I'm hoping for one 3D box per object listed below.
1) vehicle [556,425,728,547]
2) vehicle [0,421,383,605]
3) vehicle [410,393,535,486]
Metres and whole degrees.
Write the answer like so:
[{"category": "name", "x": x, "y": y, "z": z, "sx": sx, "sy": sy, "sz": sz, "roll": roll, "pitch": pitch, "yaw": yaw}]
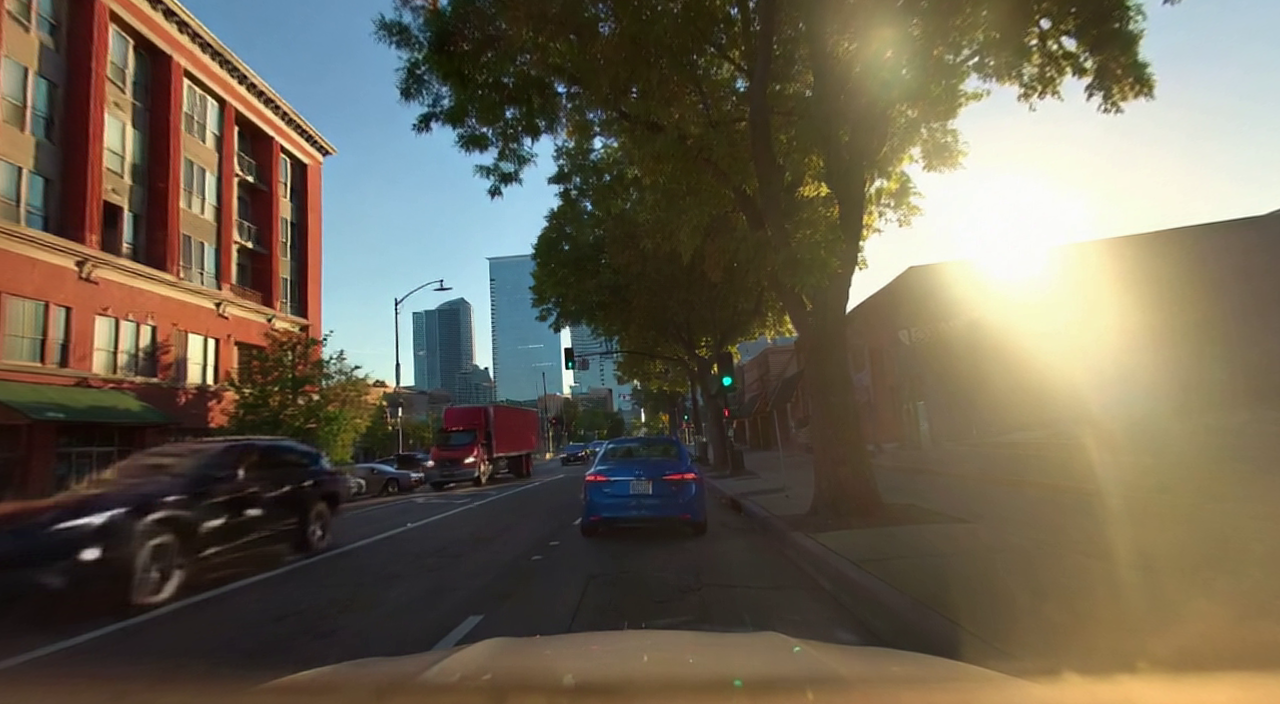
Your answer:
[{"category": "vehicle", "x": 0.074, "y": 1.936, "z": 9.735, "sx": 2.094, "sy": 1.478, "sz": 3.922, "roll": 0, "pitch": -8, "yaw": 2}, {"category": "vehicle", "x": -6.416, "y": 2.088, "z": 9.508, "sx": 2.402, "sy": 1.852, "sz": 6.057, "roll": 0, "pitch": -8, "yaw": 2}, {"category": "vehicle", "x": -8.151, "y": 4.605, "z": 32.845, "sx": 2.986, "sy": 3.933, "sz": 11.600, "roll": 0, "pitch": -8, "yaw": 2}]
